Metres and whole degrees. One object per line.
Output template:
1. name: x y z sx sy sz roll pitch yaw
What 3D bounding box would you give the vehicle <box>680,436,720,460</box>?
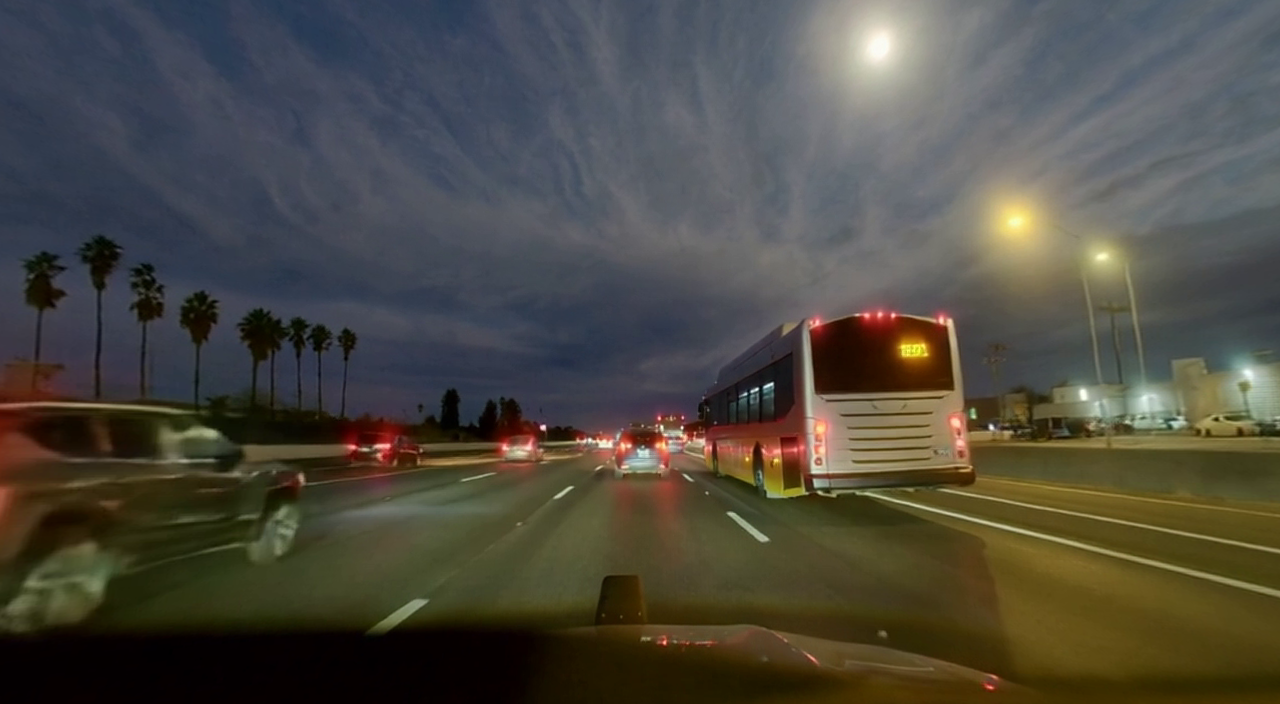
1. vehicle: 3.869 6.332 41.591 2.039 1.516 4.521 0 -9 -2

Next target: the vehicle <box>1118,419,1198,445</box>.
1. vehicle: 32.158 5.029 39.244 1.795 1.481 3.986 -1 -9 4

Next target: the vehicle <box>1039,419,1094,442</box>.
1. vehicle: 33.451 6.214 49.508 1.859 1.638 4.161 -1 -9 8

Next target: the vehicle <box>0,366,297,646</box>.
1. vehicle: -5.117 1.120 4.923 2.100 1.765 4.743 0 -9 1

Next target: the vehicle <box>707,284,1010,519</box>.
1. vehicle: 4.062 1.780 16.767 3.020 3.622 14.302 0 -9 0

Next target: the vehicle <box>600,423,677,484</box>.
1. vehicle: -0.009 3.317 20.721 2.268 1.796 4.280 0 -9 1

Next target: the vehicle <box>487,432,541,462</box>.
1. vehicle: -7.745 5.927 39.157 2.291 1.729 4.879 0 -9 1

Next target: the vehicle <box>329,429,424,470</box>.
1. vehicle: -12.363 4.639 29.984 2.332 1.748 4.897 0 -9 0

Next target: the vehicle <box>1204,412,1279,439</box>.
1. vehicle: 41.847 5.107 43.372 4.228 1.685 1.871 -7 -11 40
